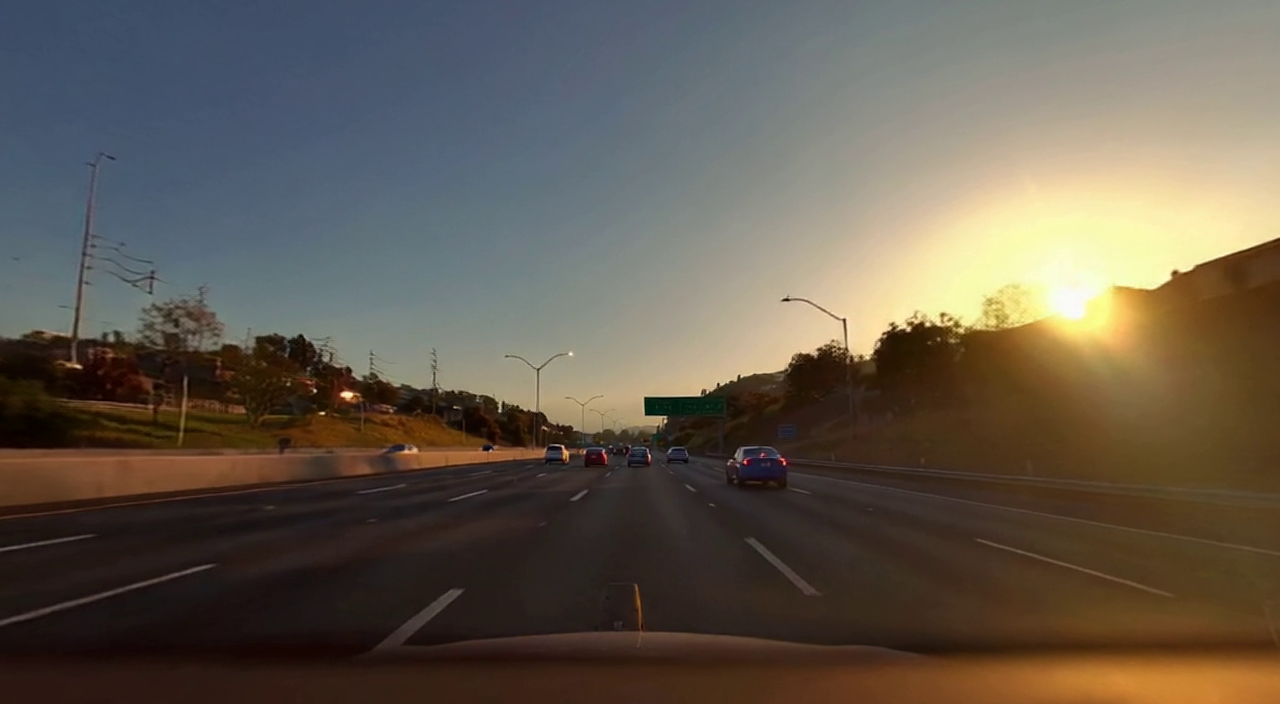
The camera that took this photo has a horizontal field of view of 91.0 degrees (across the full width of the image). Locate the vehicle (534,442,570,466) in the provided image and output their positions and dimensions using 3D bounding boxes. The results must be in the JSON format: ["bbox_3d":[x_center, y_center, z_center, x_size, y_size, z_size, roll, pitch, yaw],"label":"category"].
[{"bbox_3d":[-6.699,7.794,48.260,2.112,1.721,4.381,0,-9,1],"label":"vehicle"}]

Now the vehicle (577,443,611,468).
[{"bbox_3d":[-3.176,7.261,44.338,2.091,1.664,4.157,0,-9,0],"label":"vehicle"}]

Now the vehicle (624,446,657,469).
[{"bbox_3d":[0.048,7.144,42.886,2.166,1.496,4.158,0,-9,0],"label":"vehicle"}]

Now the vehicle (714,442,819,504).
[{"bbox_3d":[3.462,3.413,18.264,2.077,1.527,4.553,0,-9,0],"label":"vehicle"}]

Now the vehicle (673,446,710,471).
[{"bbox_3d":[3.362,7.003,41.505,2.036,1.517,4.256,0,-9,-1],"label":"vehicle"}]
